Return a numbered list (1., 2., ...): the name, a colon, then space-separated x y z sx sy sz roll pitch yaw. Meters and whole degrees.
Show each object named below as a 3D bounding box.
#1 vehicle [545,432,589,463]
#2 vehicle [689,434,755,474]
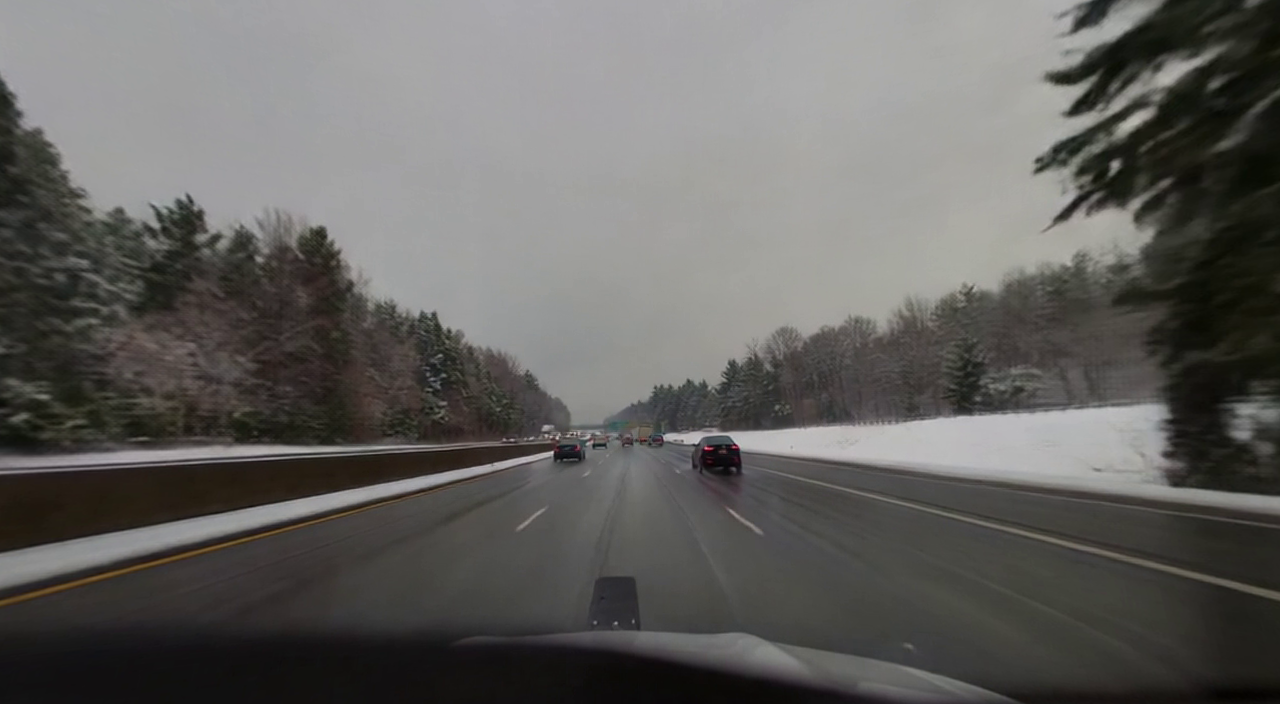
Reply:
1. vehicle: -4.017 5.350 35.485 2.011 1.614 4.808 0 -8 -1
2. vehicle: 3.179 4.045 25.315 1.990 1.480 3.865 0 -8 -2
